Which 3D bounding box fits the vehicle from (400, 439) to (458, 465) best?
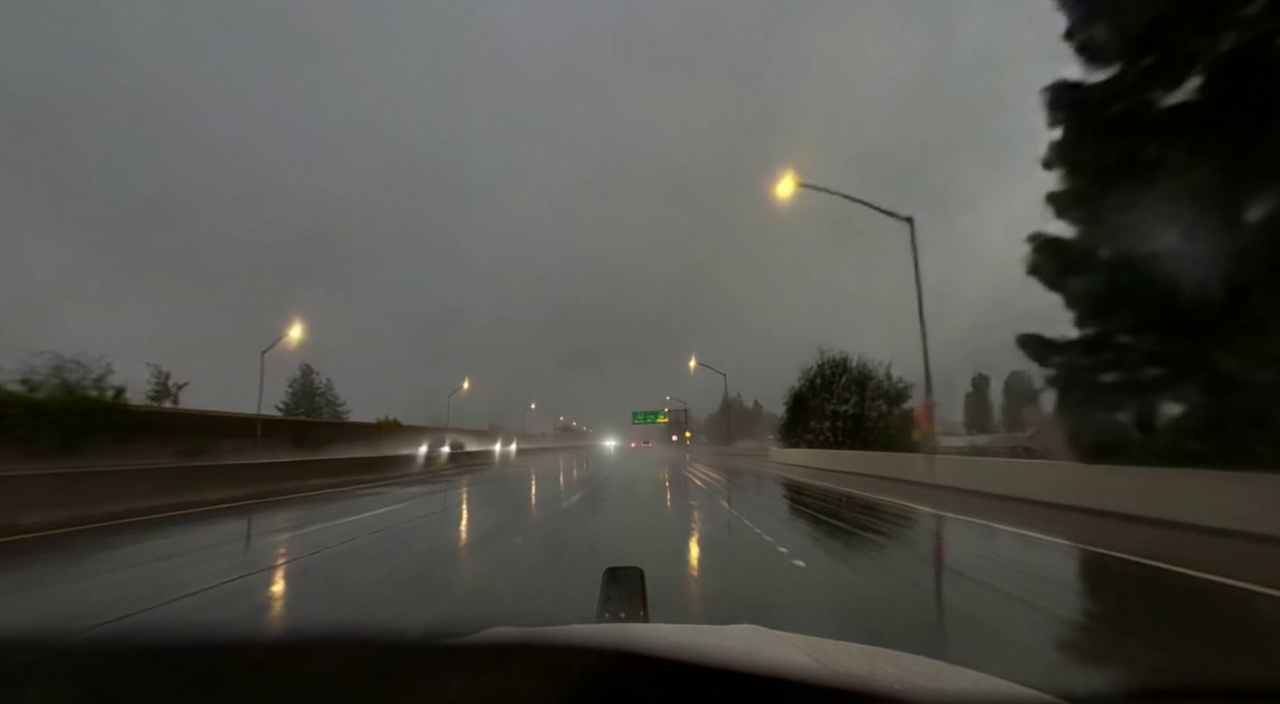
[{"bbox_3d":[-13.663,6.488,41.115,2.002,1.600,4.733,0,-8,1],"label":"vehicle"}]
